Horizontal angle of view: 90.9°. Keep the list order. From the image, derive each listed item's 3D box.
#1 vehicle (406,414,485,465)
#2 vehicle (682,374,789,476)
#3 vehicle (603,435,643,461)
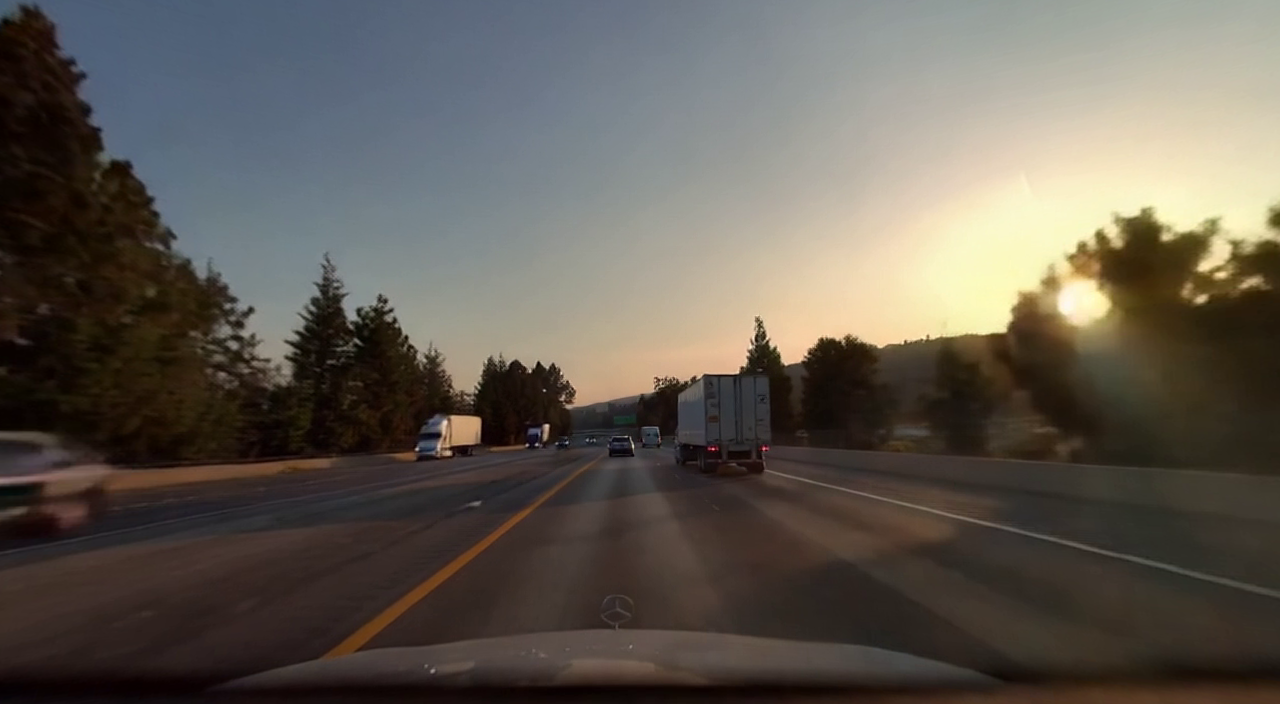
[{"bbox_3d":[-14.382,6.602,47.680,2.961,3.458,9.579,0,-8,0],"label":"vehicle"},{"bbox_3d":[3.595,3.075,26.105,2.921,3.526,8.207,0,-8,-2],"label":"vehicle"},{"bbox_3d":[-0.987,5.733,37.805,2.259,1.466,3.693,0,-8,-1],"label":"vehicle"}]
